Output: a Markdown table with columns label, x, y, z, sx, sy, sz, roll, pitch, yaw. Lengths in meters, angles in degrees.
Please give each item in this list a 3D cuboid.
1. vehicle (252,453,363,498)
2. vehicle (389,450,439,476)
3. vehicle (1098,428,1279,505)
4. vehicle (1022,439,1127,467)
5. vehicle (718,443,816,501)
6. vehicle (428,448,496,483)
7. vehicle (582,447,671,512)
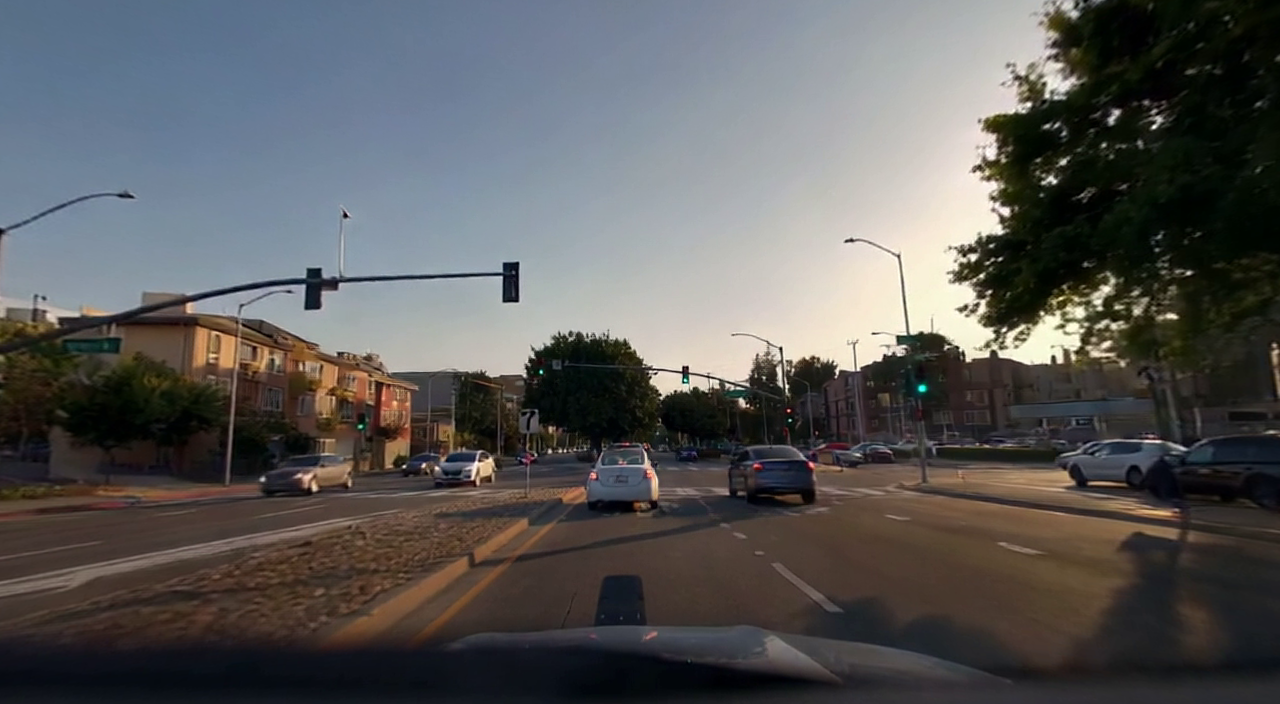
| label | x | y | z | sx | sy | sz | roll | pitch | yaw |
| --- | --- | --- | --- | --- | --- | --- | --- | --- | --- |
| vehicle | -12.362 | 4.579 | 23.720 | 1.904 | 1.475 | 4.068 | 0 | -9 | 1 |
| vehicle | -15.996 | 7.842 | 44.684 | 1.922 | 1.717 | 4.366 | 0 | -9 | 0 |
| vehicle | 13.059 | 2.582 | 14.563 | 1.887 | 1.504 | 3.898 | 0 | -9 | -2 |
| vehicle | 25.973 | 6.042 | 37.781 | 4.665 | 1.612 | 1.937 | -1 | -9 | 8 |
| vehicle | 3.616 | 3.478 | 18.673 | 2.023 | 1.506 | 3.816 | 0 | -9 | -1 |
| vehicle | -8.571 | 5.460 | 30.675 | 1.966 | 1.571 | 4.479 | 0 | -9 | 1 |
| vehicle | -0.326 | 3.182 | 16.248 | 2.010 | 1.447 | 4.121 | 0 | -9 | -1 |
